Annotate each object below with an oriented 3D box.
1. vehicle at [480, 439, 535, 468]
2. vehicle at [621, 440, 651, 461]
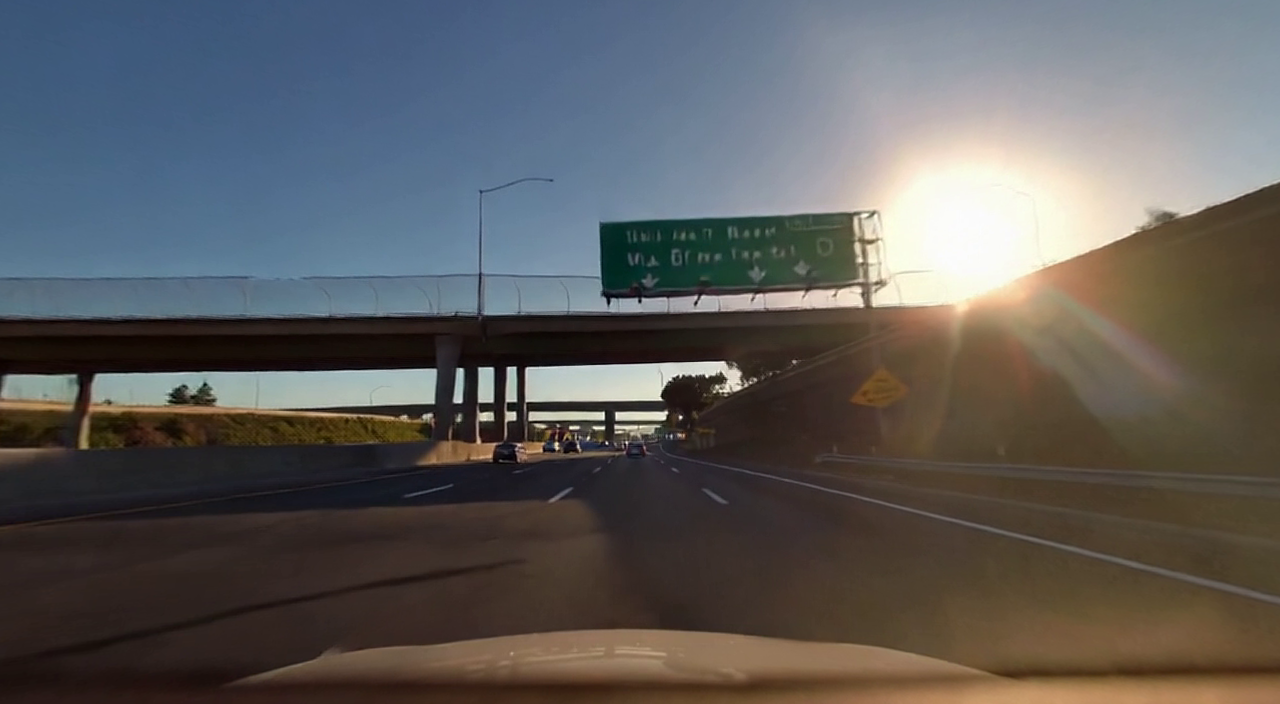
[{"bbox_3d":[-7.186,5.555,34.838,1.994,1.487,4.605,0,-8,0],"label":"vehicle"},{"bbox_3d":[-0.316,7.245,46.737,2.086,1.472,4.168,0,-8,-1],"label":"vehicle"}]
